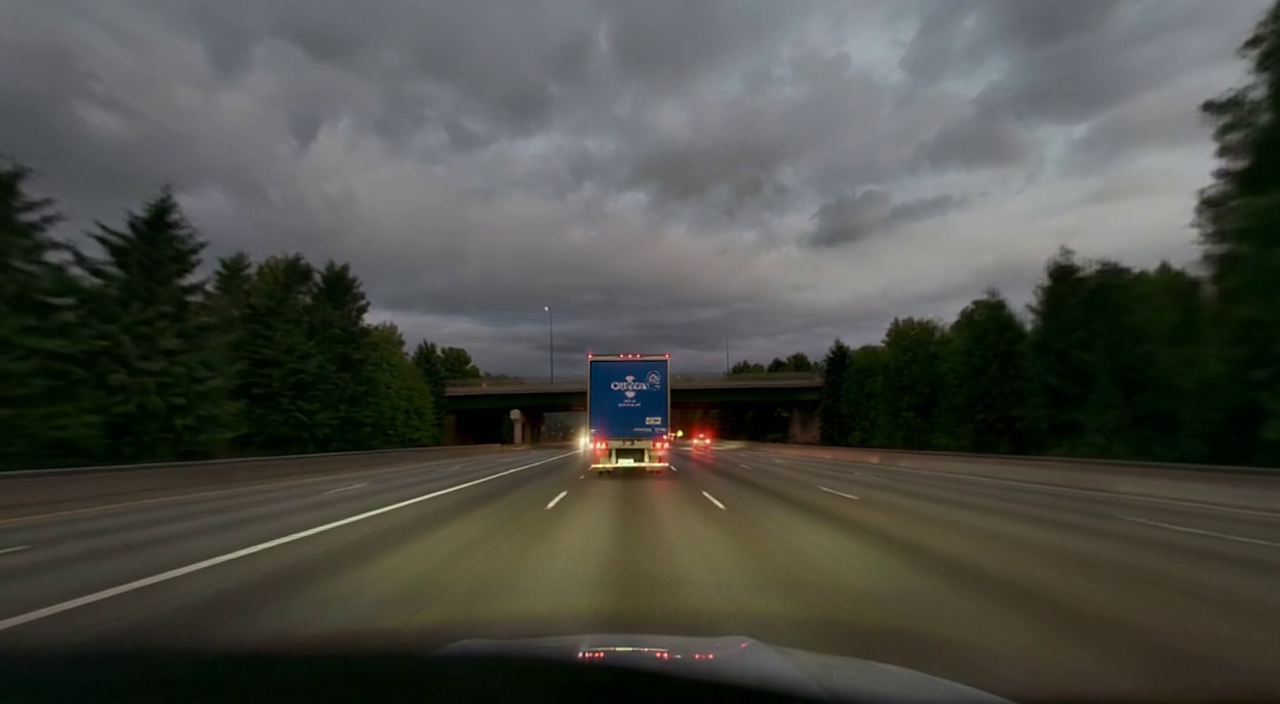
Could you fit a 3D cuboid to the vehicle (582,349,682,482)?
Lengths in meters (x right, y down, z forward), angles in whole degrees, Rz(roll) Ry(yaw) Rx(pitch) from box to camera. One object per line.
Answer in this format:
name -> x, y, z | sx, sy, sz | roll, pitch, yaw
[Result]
vehicle -> -0.467, 2.501, 23.545 | 2.895, 3.861, 10.213 | 0, -8, -3
